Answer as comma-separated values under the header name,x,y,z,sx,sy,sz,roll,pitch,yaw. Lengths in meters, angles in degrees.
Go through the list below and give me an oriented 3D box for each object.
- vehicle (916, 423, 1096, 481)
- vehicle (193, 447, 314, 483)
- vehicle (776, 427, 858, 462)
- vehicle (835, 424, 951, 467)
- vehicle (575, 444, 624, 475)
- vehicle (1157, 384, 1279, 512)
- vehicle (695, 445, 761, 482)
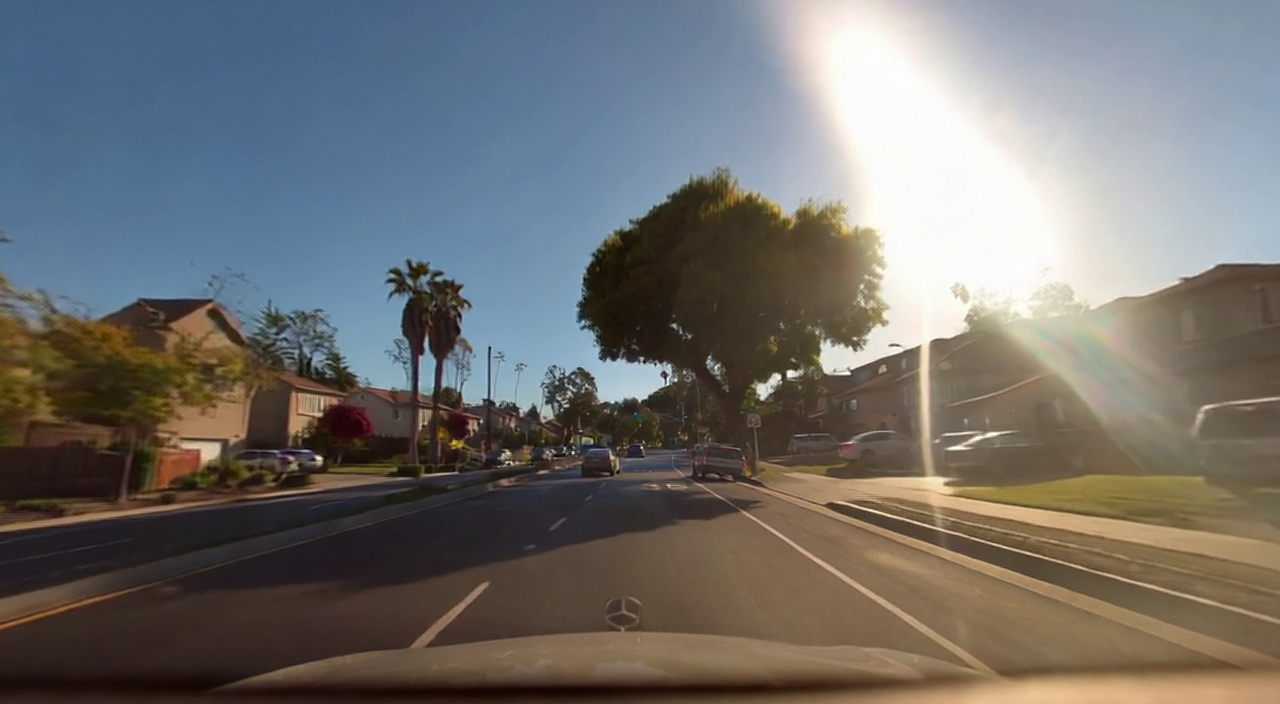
name,x,y,z,sx,sy,sz,roll,pitch,yaw
vehicle,11.426,3.140,19.961,4.454,1.499,1.821,-3,-9,-1
vehicle,-19.906,5.814,32.700,4.992,1.779,1.928,0,-9,2
vehicle,13.803,7.257,49.436,5.550,2.066,2.288,-12,-13,29
vehicle,12.036,4.506,30.363,4.710,1.731,1.972,-4,-10,7
vehicle,-2.044,5.579,33.058,2.035,1.474,4.284,0,-9,4
vehicle,11.205,1.527,10.821,4.531,1.864,2.037,2,-11,-32
vehicle,3.762,4.875,27.875,2.025,1.456,4.865,0,-9,-3
